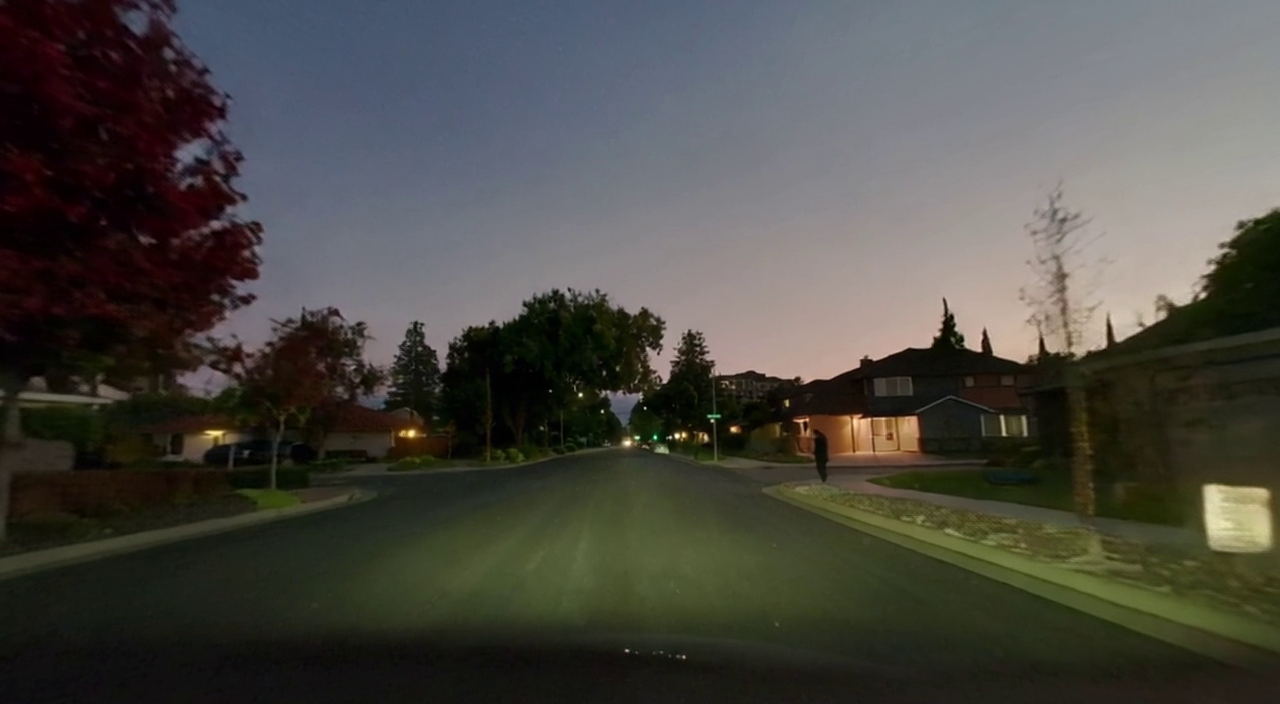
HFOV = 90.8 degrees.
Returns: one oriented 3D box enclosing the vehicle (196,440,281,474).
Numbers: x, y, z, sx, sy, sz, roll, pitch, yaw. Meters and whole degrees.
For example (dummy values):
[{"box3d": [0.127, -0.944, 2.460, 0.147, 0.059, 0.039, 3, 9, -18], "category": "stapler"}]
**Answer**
[{"box3d": [-25.076, 6.579, 39.701, 2.004, 1.856, 4.934, -4, -9, 2], "category": "vehicle"}]
